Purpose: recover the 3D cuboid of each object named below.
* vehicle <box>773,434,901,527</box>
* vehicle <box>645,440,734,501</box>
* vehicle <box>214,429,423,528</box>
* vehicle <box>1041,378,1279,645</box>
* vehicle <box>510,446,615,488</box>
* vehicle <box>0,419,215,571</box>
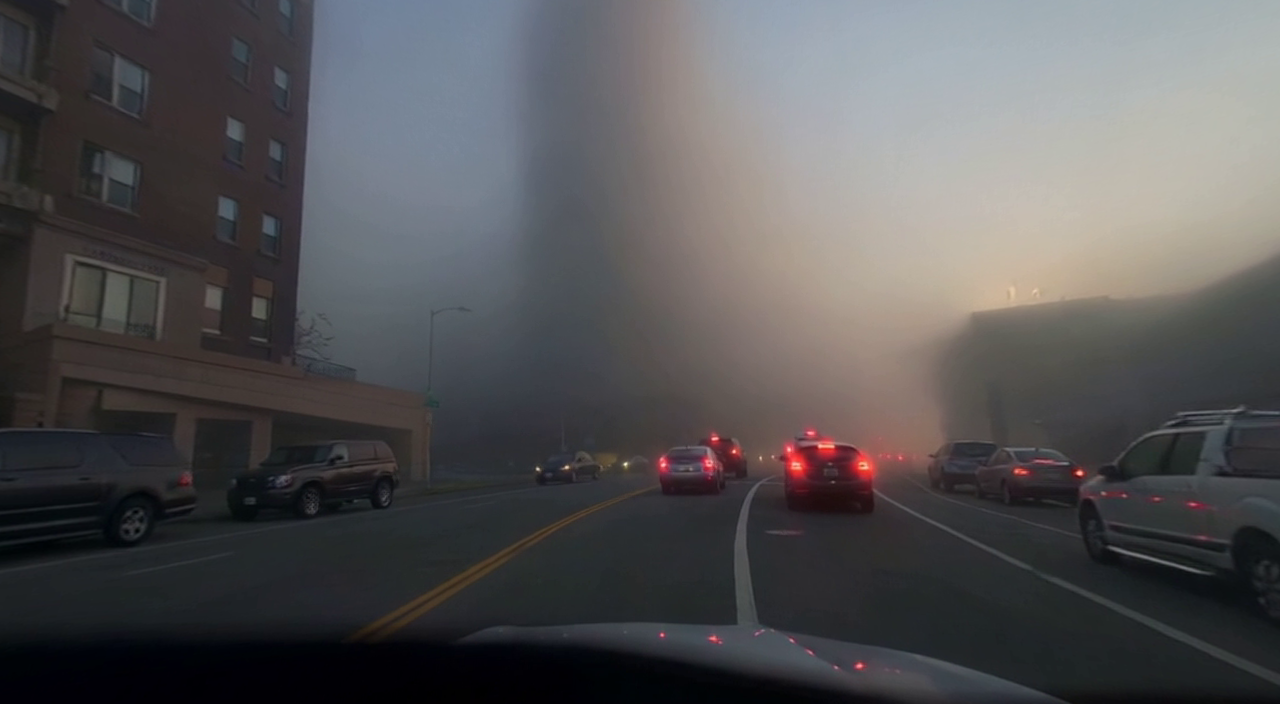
[{"bbox_3d":[3.725,2.451,12.662,1.982,1.510,4.144,-2,-8,11],"label":"vehicle"},{"bbox_3d":[1.482,3.180,17.345,2.031,1.461,3.763,-2,-8,10],"label":"vehicle"},{"bbox_3d":[-7.367,2.874,15.048,1.934,1.770,4.546,-9,-10,12],"label":"vehicle"},{"bbox_3d":[5.745,1.298,5.762,2.088,1.775,4.454,-2,-9,14],"label":"vehicle"},{"bbox_3d":[-3.081,4.653,25.940,1.928,1.503,4.322,-6,-10,33],"label":"vehicle"},{"bbox_3d":[-8.781,1.860,8.444,2.070,1.854,4.985,-2,-8,11],"label":"vehicle"}]
